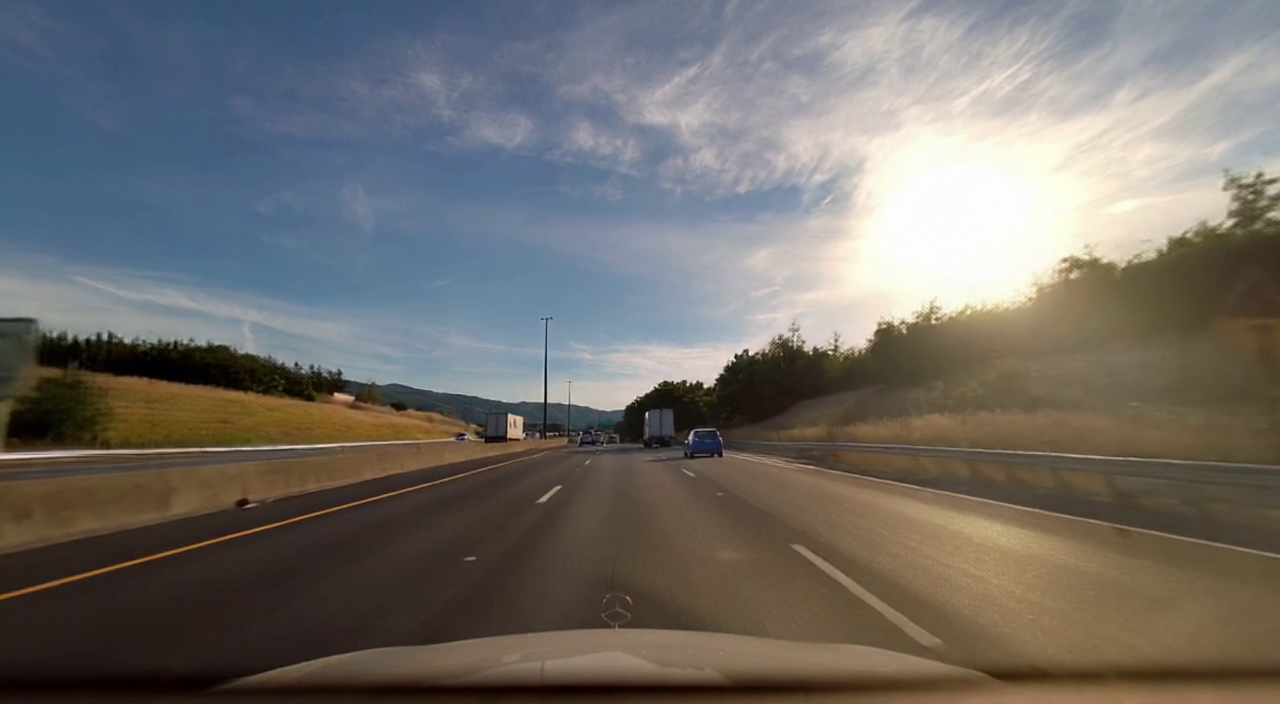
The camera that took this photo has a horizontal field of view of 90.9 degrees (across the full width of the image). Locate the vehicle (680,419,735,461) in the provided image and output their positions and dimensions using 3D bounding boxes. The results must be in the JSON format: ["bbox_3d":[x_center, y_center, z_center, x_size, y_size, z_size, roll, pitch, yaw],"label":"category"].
[{"bbox_3d":[3.226,4.347,31.135,2.076,1.914,4.287,0,-8,-2],"label":"vehicle"}]
